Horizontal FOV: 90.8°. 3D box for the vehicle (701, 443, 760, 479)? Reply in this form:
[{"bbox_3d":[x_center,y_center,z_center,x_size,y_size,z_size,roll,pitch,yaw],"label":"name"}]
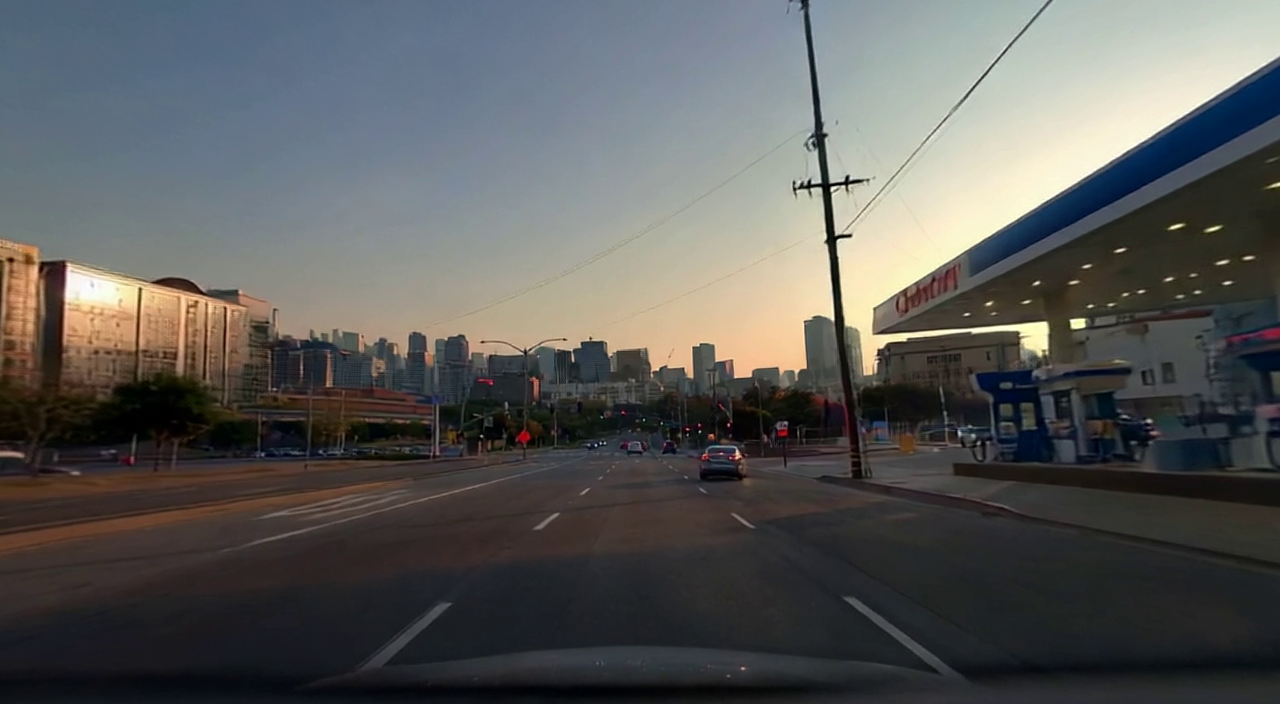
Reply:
[{"bbox_3d":[3.995,4.902,28.786,2.113,1.470,4.867,0,-8,2],"label":"vehicle"}]
